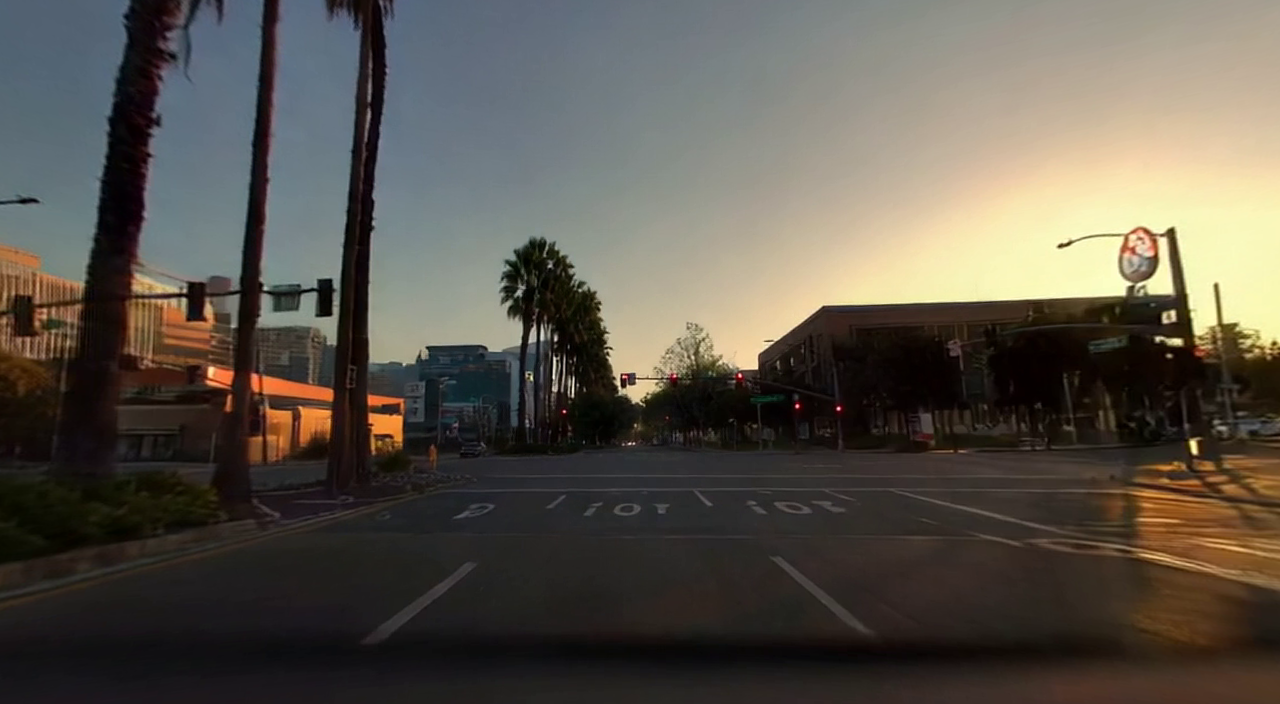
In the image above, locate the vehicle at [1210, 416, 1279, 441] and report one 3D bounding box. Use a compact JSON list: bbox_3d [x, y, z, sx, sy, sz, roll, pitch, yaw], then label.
[{"bbox_3d":[48.866,6.134,49.972,1.950,1.830,5.267,1,-9,-6],"label":"vehicle"}]
